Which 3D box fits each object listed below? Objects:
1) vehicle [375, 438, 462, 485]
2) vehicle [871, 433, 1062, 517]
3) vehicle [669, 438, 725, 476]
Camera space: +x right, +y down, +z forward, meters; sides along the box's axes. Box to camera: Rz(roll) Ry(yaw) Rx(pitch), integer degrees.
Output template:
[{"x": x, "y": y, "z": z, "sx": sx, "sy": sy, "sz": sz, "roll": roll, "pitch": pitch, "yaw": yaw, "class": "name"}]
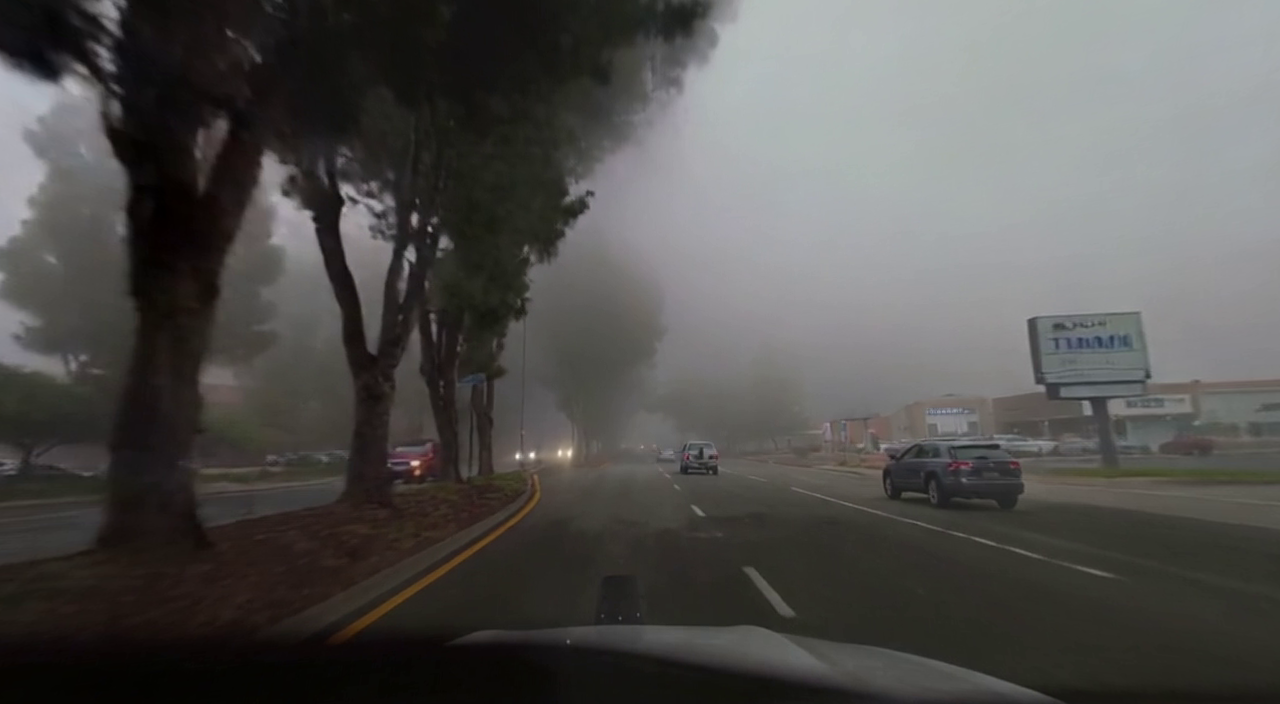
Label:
[{"x": -9.416, "y": 4.682, "z": 27.251, "sx": 2.118, "sy": 1.838, "sz": 4.737, "roll": 0, "pitch": -9, "yaw": -1, "class": "vehicle"}, {"x": 6.829, "y": 2.595, "z": 13.792, "sx": 1.886, "sy": 1.528, "sz": 4.169, "roll": 0, "pitch": -9, "yaw": -1, "class": "vehicle"}, {"x": 2.605, "y": 4.920, "z": 29.697, "sx": 2.161, "sy": 1.676, "sz": 4.151, "roll": 0, "pitch": -9, "yaw": -1, "class": "vehicle"}]
